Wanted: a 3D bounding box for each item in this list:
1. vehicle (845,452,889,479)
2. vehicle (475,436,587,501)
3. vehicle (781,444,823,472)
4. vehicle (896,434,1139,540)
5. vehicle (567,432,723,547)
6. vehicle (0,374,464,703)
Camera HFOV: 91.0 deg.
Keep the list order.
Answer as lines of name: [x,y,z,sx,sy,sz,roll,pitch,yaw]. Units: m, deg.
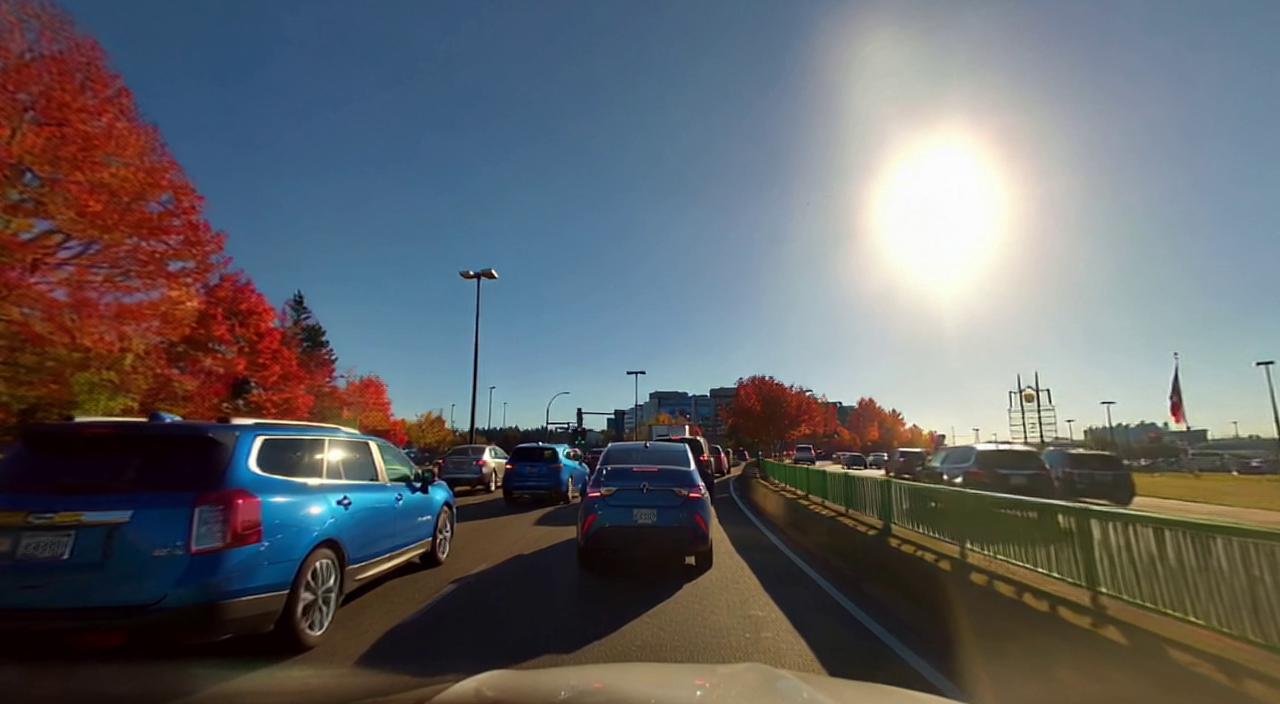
vehicle: [14.072,7.025,39.211,1.749,1.481,3.808,-1,-9,8]
vehicle: [-2.853,3.178,17.632,1.974,1.549,4.603,0,-9,5]
vehicle: [9.678,6.357,37.888,1.944,1.544,4.301,-1,-9,8]
vehicle: [6.844,2.461,12.194,2.011,1.610,4.568,0,-9,2]
vehicle: [0.204,2.173,10.658,2.090,1.506,4.276,0,-9,4]
vehicle: [-3.118,1.235,5.001,1.988,1.635,4.260,0,-9,3]
